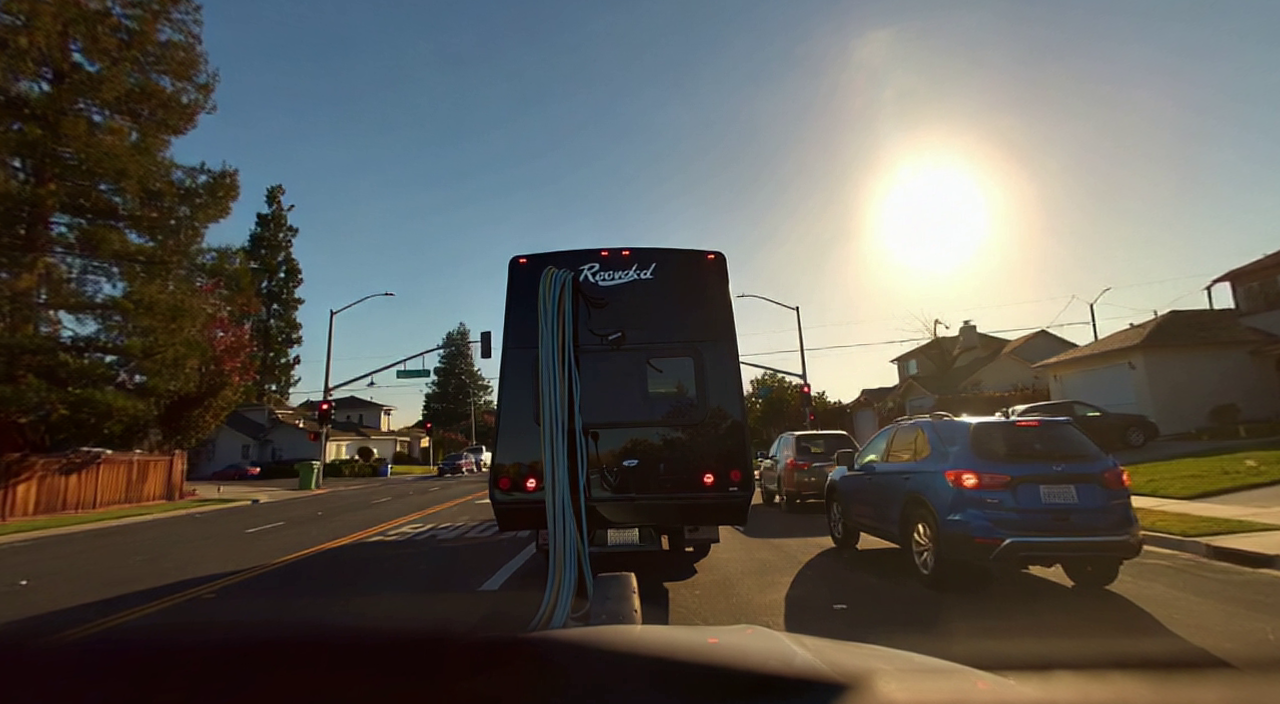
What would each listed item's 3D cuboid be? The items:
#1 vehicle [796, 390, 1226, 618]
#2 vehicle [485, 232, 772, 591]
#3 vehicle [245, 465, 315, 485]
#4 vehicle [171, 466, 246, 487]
[{"bbox_3d":[3.407,1.493,7.130,2.104,1.735,4.408,0,-9,0],"label":"vehicle"},{"bbox_3d":[-0.117,1.122,10.279,2.709,3.511,8.213,0,-9,0],"label":"vehicle"},{"bbox_3d":[-27.412,9.348,48.142,4.187,1.445,1.809,0,-9,0],"label":"vehicle"},{"bbox_3d":[-32.714,9.399,47.949,4.311,1.458,1.707,0,-9,-3],"label":"vehicle"}]
